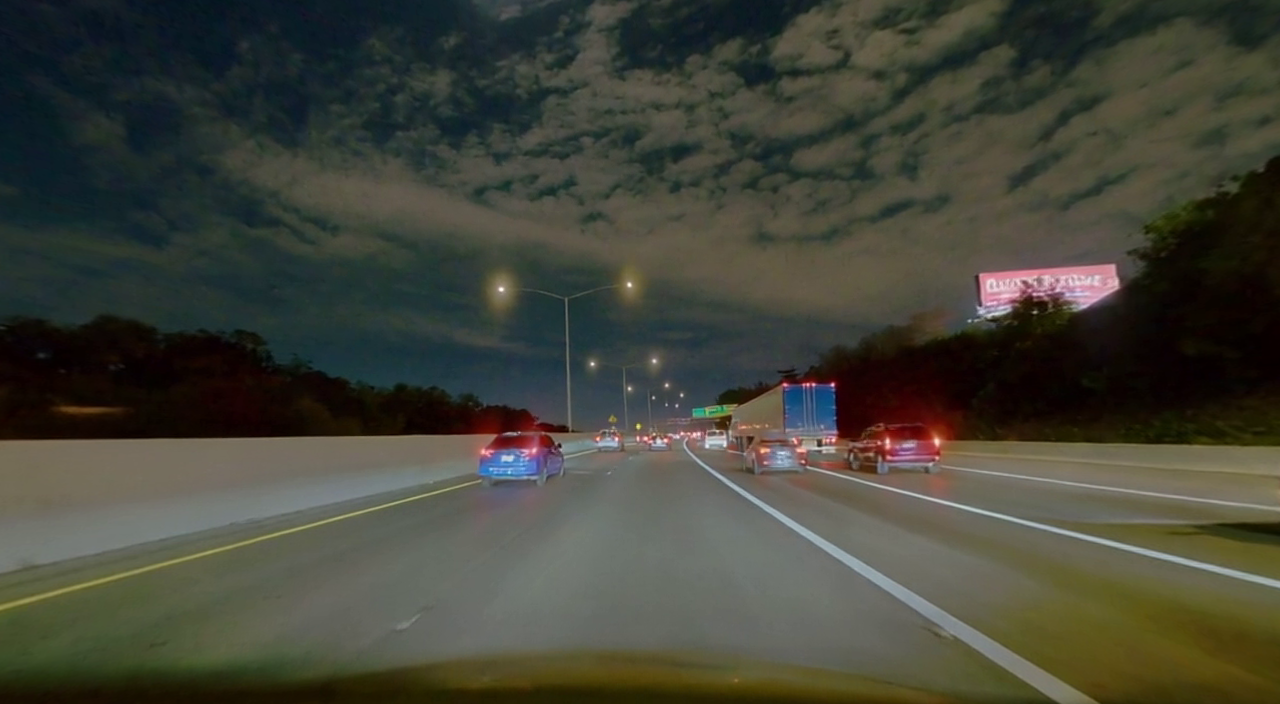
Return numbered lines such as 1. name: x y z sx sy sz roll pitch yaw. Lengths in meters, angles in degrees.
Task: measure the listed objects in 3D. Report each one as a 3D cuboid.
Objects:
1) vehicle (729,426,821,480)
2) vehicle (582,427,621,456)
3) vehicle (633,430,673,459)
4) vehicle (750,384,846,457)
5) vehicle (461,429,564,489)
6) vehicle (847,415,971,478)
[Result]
1. vehicle: 4.111 3.167 20.030 1.933 1.503 4.520 -1 -8 0
2. vehicle: -2.432 5.786 40.806 2.006 1.741 4.277 -1 -8 3
3. vehicle: 0.706 5.045 34.326 2.040 1.461 3.984 -1 -8 1
4. vehicle: 9.377 4.546 39.606 3.007 3.725 13.835 -1 -8 2
5. vehicle: -3.447 2.985 17.939 1.914 1.476 4.416 -1 -8 2
6. vehicle: 8.447 3.039 20.353 2.072 1.761 4.461 -1 -8 1
